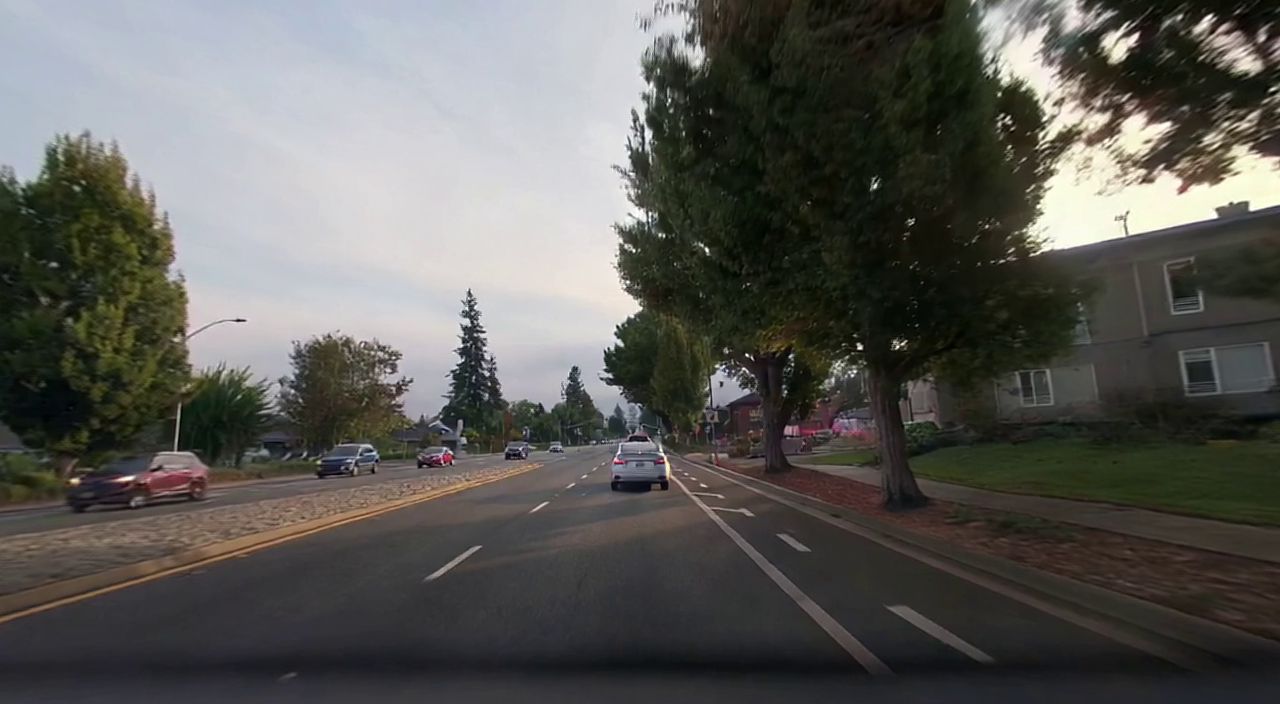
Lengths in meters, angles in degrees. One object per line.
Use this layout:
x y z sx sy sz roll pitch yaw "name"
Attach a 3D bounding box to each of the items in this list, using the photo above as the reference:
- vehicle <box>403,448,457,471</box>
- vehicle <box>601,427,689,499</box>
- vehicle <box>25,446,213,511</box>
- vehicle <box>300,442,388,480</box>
-15.056 7.718 45.664 2.124 1.542 4.702 -1 -9 2 "vehicle"
0.116 2.939 17.045 2.094 1.682 3.866 0 -9 0 "vehicle"
-15.213 3.668 18.849 1.948 1.690 4.303 0 -9 0 "vehicle"
-15.676 5.777 33.809 2.283 1.880 4.960 0 -9 0 "vehicle"
